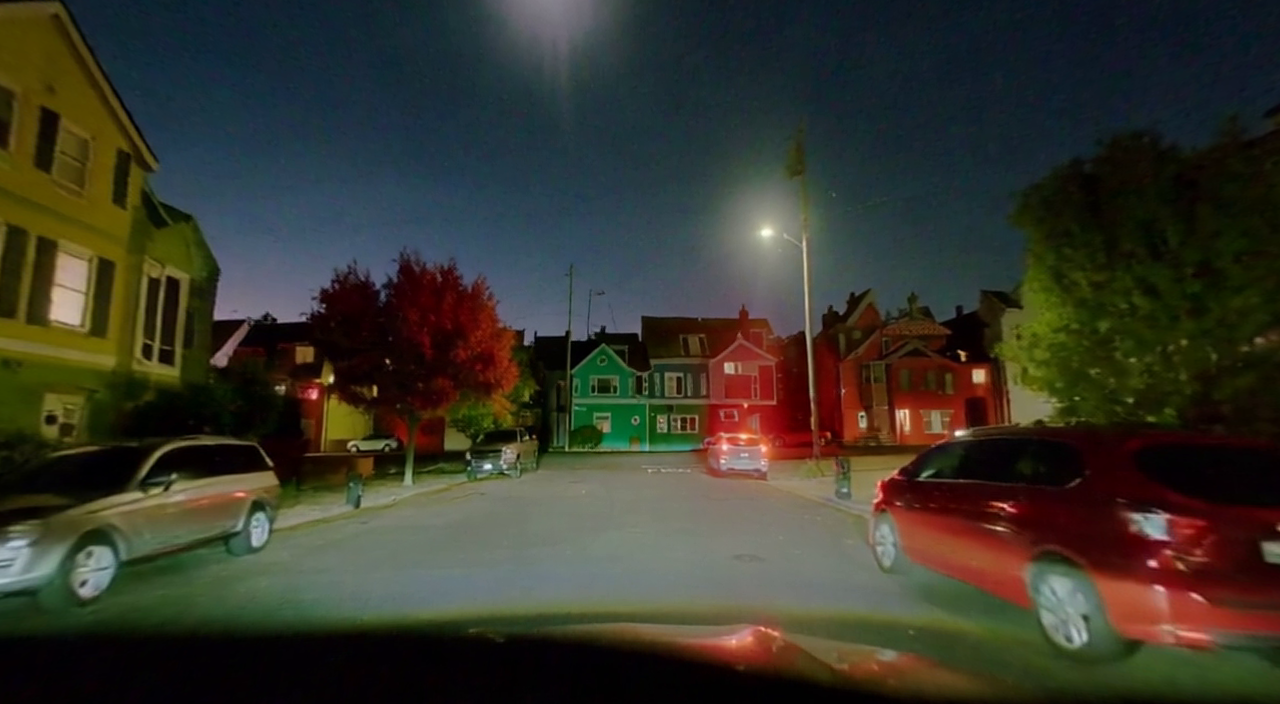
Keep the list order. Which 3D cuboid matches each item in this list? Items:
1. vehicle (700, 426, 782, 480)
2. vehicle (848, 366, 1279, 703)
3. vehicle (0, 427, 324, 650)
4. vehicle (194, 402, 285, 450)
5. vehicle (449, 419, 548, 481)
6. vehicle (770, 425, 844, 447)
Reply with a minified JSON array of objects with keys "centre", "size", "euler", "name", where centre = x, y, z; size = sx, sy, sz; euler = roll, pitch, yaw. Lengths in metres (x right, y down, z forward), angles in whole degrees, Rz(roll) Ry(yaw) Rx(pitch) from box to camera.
[{"centre":[3.642,3.737,23.681],"size":[2.109,1.811,4.886],"euler":[1,-8,-2],"name":"vehicle"},{"centre":[3.528,1.224,5.105],"size":[2.070,1.728,4.358],"euler":[1,-8,-2],"name":"vehicle"},{"centre":[-5.382,1.604,6.644],"size":[1.849,1.560,4.227],"euler":[0,-8,0],"name":"vehicle"},{"centre":[-30.748,5.605,48.667],"size":[2.473,2.922,6.719],"euler":[0,0,4],"name":"vehicle"},{"centre":[-5.260,3.770,24.605],"size":[2.480,2.084,6.353],"euler":[0,-8,-1],"name":"vehicle"},{"centre":[11.536,5.850,43.741],"size":[4.644,1.482,1.997],"euler":[0,-8,2],"name":"vehicle"}]
